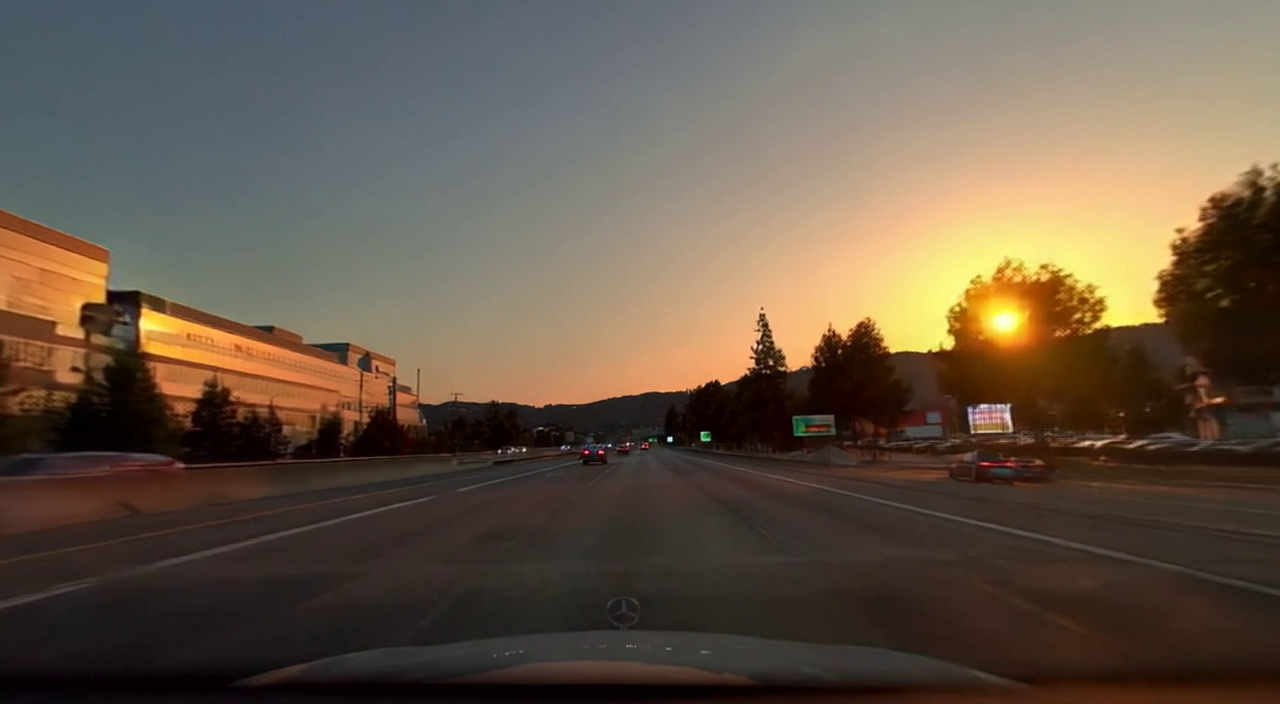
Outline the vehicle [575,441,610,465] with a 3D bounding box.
[{"bbox_3d":[-3.256,7.050,43.938,2.015,1.557,4.229,-1,-9,1],"label":"vehicle"}]
